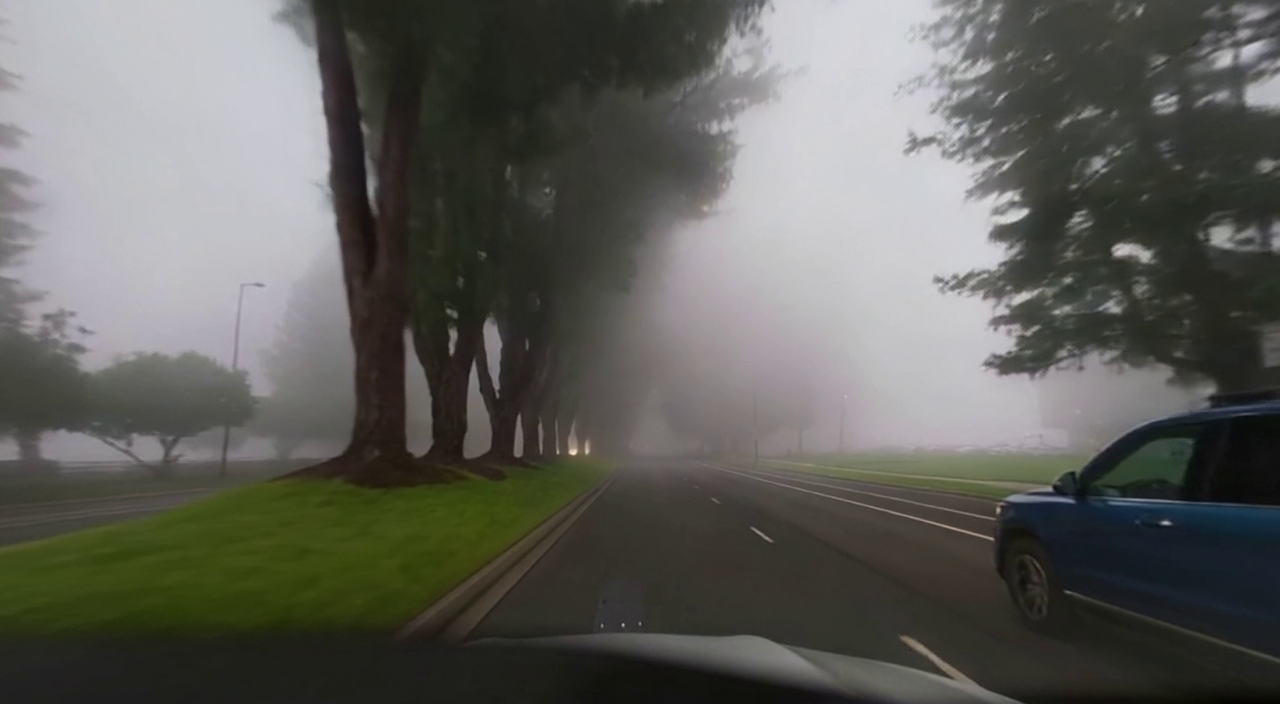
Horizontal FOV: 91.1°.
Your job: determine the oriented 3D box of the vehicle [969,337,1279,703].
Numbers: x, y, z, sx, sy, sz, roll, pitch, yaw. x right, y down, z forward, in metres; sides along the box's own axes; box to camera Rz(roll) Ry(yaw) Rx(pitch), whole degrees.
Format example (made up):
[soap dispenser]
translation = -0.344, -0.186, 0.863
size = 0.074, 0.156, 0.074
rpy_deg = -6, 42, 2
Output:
[vehicle]
translation = 3.694, 0.809, 2.481
size = 2.087, 1.759, 5.040
rpy_deg = 0, -8, 1
